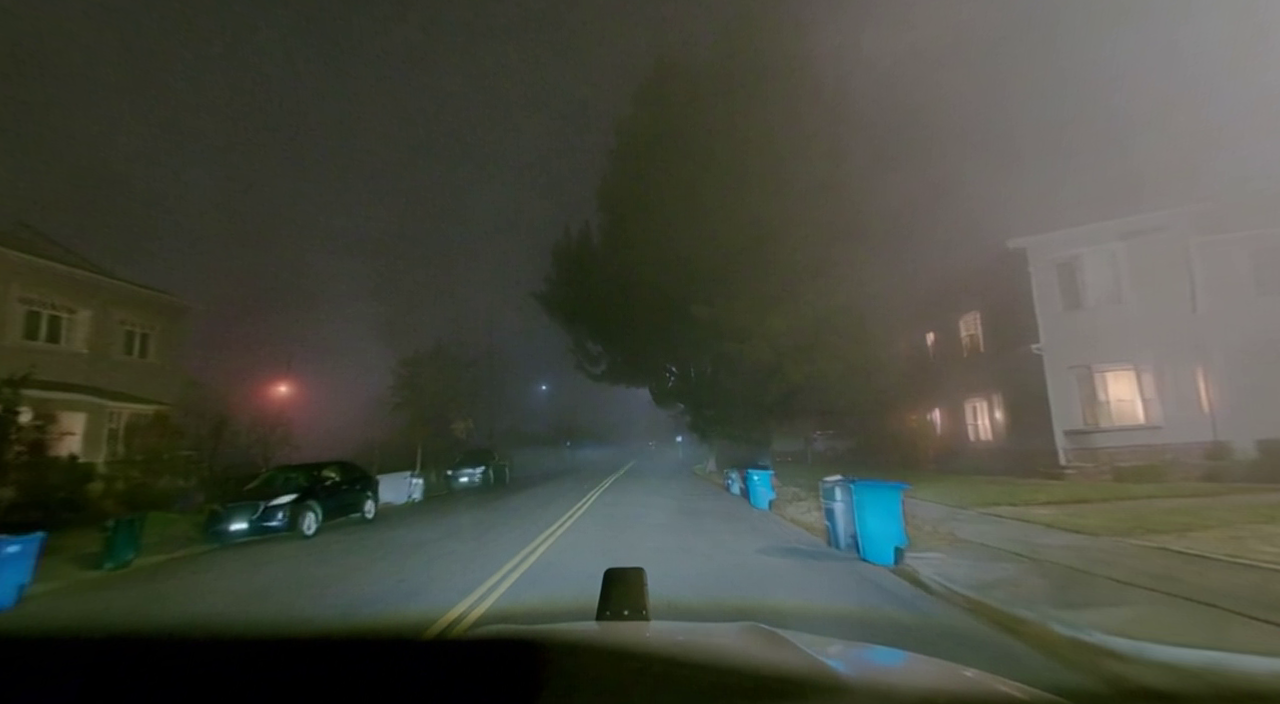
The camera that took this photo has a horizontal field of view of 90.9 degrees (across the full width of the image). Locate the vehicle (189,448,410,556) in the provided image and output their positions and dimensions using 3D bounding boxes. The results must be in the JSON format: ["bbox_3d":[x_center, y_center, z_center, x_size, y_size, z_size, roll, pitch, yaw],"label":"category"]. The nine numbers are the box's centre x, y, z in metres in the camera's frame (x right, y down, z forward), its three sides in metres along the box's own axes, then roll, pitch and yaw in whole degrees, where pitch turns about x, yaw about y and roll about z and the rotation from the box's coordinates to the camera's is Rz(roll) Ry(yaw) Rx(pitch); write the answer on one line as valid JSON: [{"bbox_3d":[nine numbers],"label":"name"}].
[{"bbox_3d":[-6.316,2.759,12.407,1.945,1.530,4.430,-4,-8,-1],"label":"vehicle"}]

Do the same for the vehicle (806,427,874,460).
[{"bbox_3d":[11.389,5.282,36.321,2.189,1.756,5.053,1,-9,-1],"label":"vehicle"}]

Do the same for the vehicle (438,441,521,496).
[{"bbox_3d":[-6.379,4.636,25.603,2.169,1.871,4.762,-3,-8,-1],"label":"vehicle"}]
